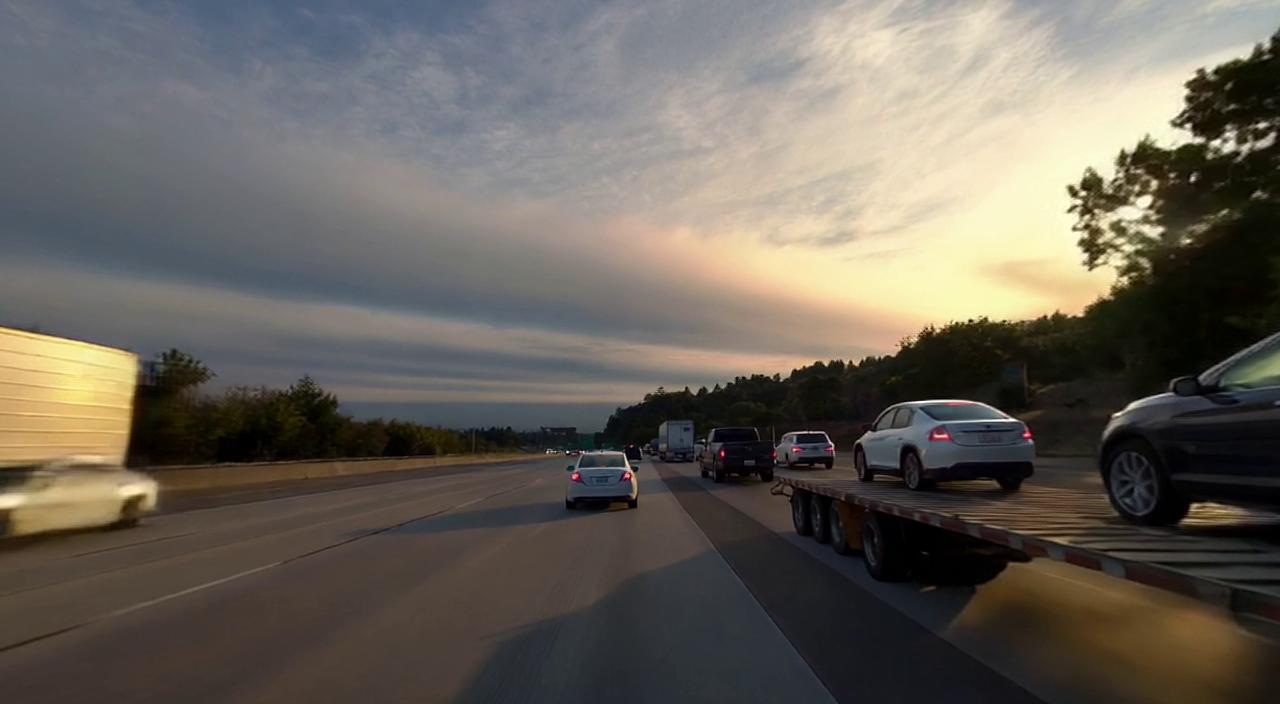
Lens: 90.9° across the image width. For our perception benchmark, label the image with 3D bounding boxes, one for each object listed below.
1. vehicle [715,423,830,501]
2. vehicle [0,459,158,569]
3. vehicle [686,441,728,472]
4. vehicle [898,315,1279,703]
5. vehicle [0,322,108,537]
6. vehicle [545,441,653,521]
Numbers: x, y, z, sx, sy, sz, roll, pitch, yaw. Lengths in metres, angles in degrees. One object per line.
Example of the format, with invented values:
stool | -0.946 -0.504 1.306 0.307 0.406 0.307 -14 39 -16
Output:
vehicle | 3.511 3.031 17.561 2.303 1.889 3.920 0 -9 0
vehicle | -11.011 2.689 10.796 2.221 1.639 4.105 0 -9 0
vehicle | 3.795 6.019 36.364 1.938 1.660 4.223 0 -9 -1
vehicle | 3.461 0.958 3.717 1.959 1.783 4.407 0 -9 0
vehicle | -15.484 0.913 8.726 3.329 4.567 14.680 0 -9 0
vehicle | -0.738 2.673 13.503 1.991 1.466 3.675 0 -9 0
